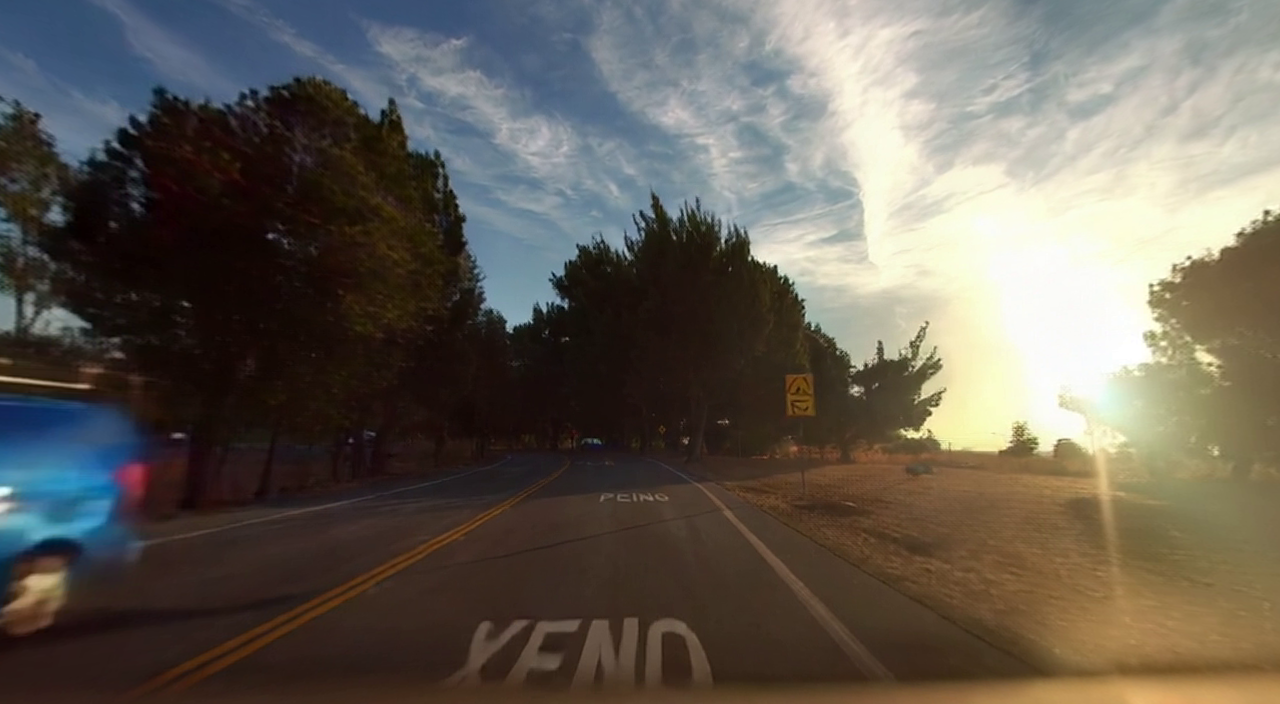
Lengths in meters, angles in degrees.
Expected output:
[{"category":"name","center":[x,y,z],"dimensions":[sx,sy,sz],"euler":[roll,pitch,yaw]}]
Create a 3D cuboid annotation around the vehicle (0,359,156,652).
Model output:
[{"category":"vehicle","center":[-5.332,0.764,2.453],"dimensions":[2.394,1.900,5.863],"euler":[0,-8,-2]}]
